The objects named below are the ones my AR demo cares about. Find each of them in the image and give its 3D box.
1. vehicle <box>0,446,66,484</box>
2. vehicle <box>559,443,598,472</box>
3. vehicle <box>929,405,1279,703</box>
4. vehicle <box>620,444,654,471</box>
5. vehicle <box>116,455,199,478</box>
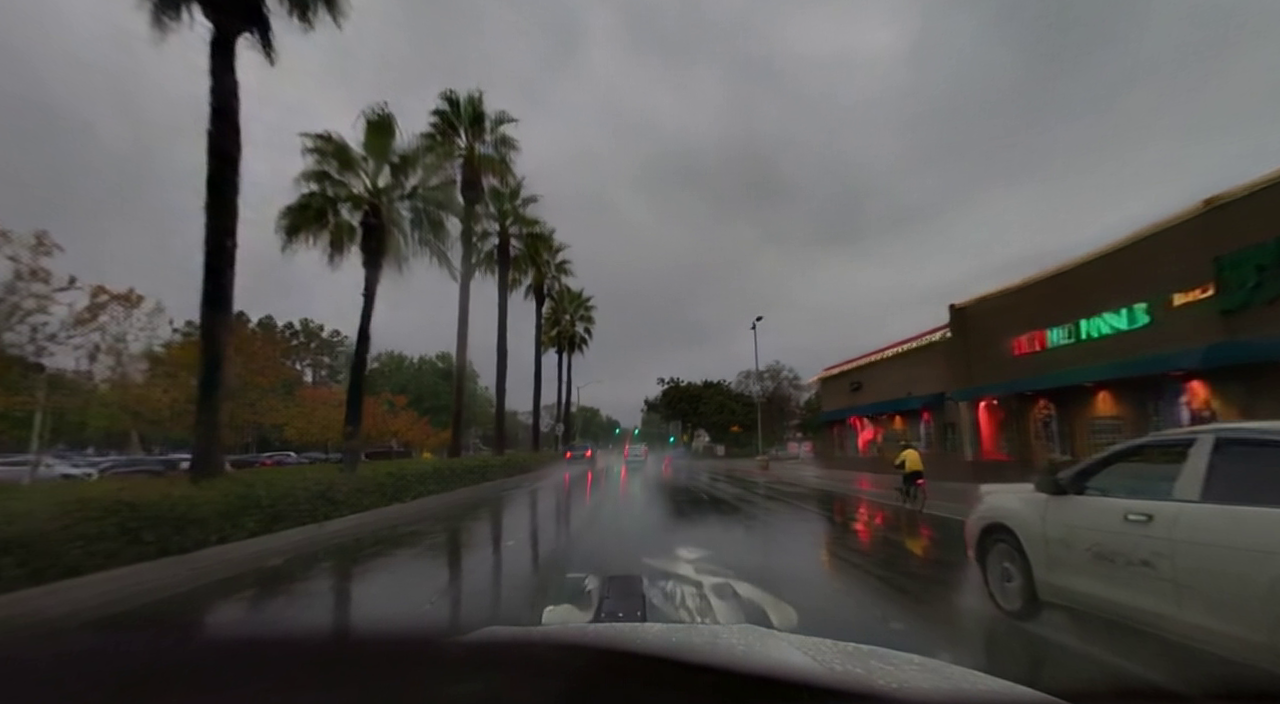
[{"bbox_3d":[-34.992,6.197,34.800,4.377,1.951,2.245,0,-9,-1],"label":"vehicle"},{"bbox_3d":[-4.000,6.940,41.704,2.071,1.744,4.500,0,-9,0],"label":"vehicle"},{"bbox_3d":[3.638,1.072,3.246,2.090,1.503,4.566,0,-9,-1],"label":"vehicle"},{"bbox_3d":[-0.205,6.872,41.265,2.102,1.653,3.698,0,-9,-1],"label":"vehicle"},{"bbox_3d":[-34.654,8.224,45.464,4.277,1.537,1.942,0,-9,-3],"label":"vehicle"}]
